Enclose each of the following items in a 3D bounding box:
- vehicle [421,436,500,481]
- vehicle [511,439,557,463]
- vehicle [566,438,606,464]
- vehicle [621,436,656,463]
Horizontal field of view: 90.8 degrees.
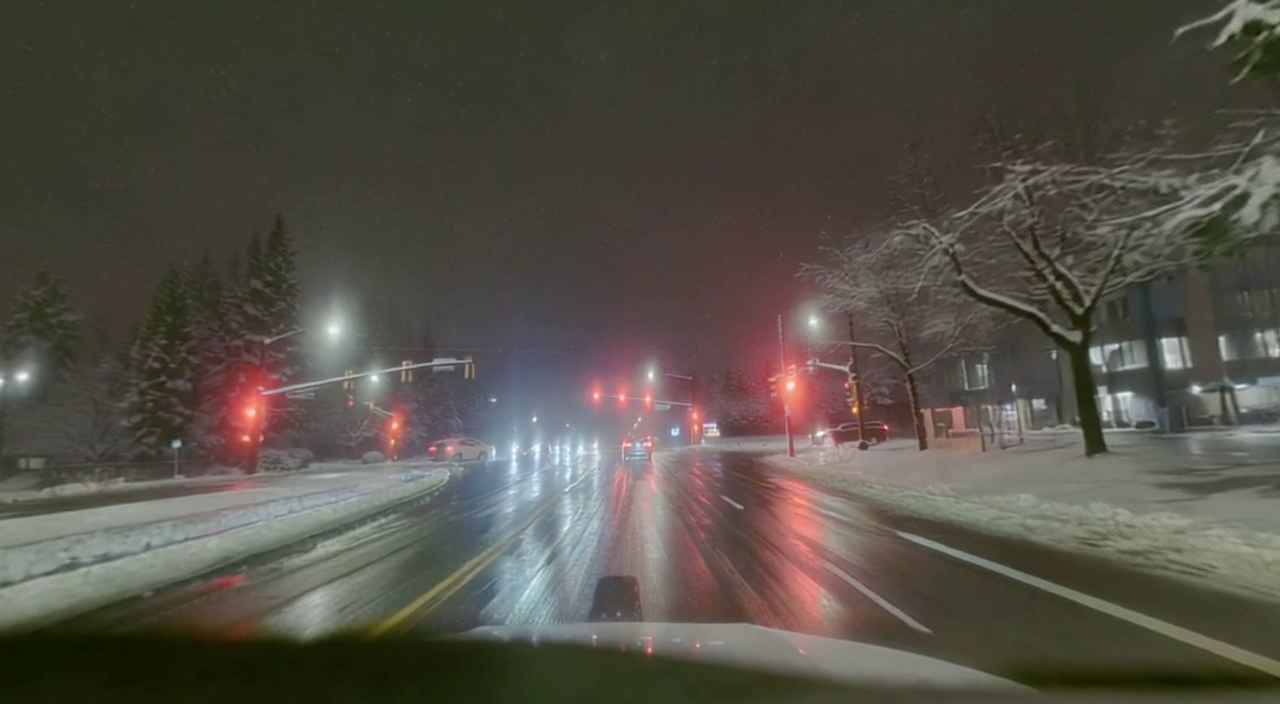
[{"bbox_3d":[-6.929,4.135,24.809,1.869,1.570,4.064,0,-8,0],"label":"vehicle"},{"bbox_3d":[-6.736,6.361,40.573,2.074,1.447,4.224,0,-8,1],"label":"vehicle"},{"bbox_3d":[-3.173,5.944,37.943,1.946,1.437,4.154,0,-8,1],"label":"vehicle"},{"bbox_3d":[-0.058,5.871,38.265,1.985,1.521,3.968,0,-8,1],"label":"vehicle"}]
